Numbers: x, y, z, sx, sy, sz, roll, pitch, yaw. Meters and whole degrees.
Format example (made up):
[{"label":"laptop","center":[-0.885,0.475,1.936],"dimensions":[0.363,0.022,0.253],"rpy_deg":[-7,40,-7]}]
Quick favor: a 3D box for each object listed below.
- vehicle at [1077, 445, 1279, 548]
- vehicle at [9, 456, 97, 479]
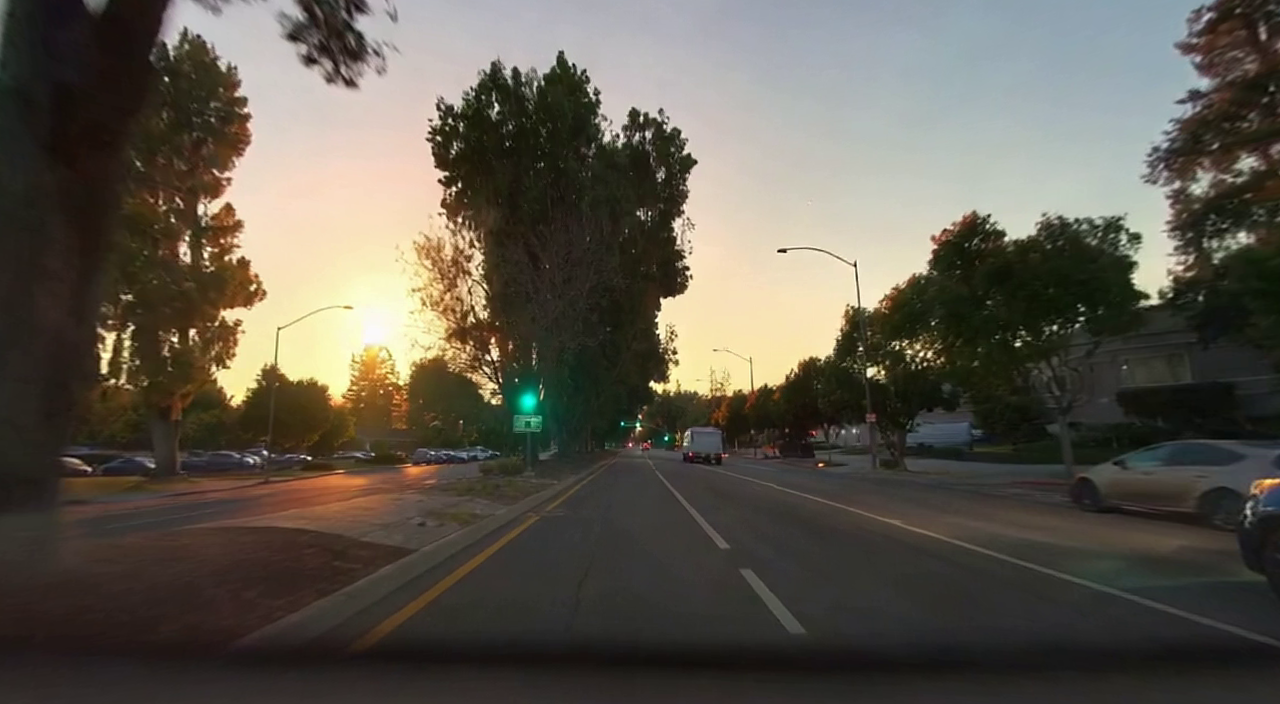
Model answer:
[{"label":"vehicle","center":[10.077,2.280,10.495],"dimensions":[1.987,1.441,5.005],"rpy_deg":[0,-8,-1]},{"label":"vehicle","center":[-41.881,8.240,45.156],"dimensions":[4.408,1.611,1.902],"rpy_deg":[0,-8,2]}]
